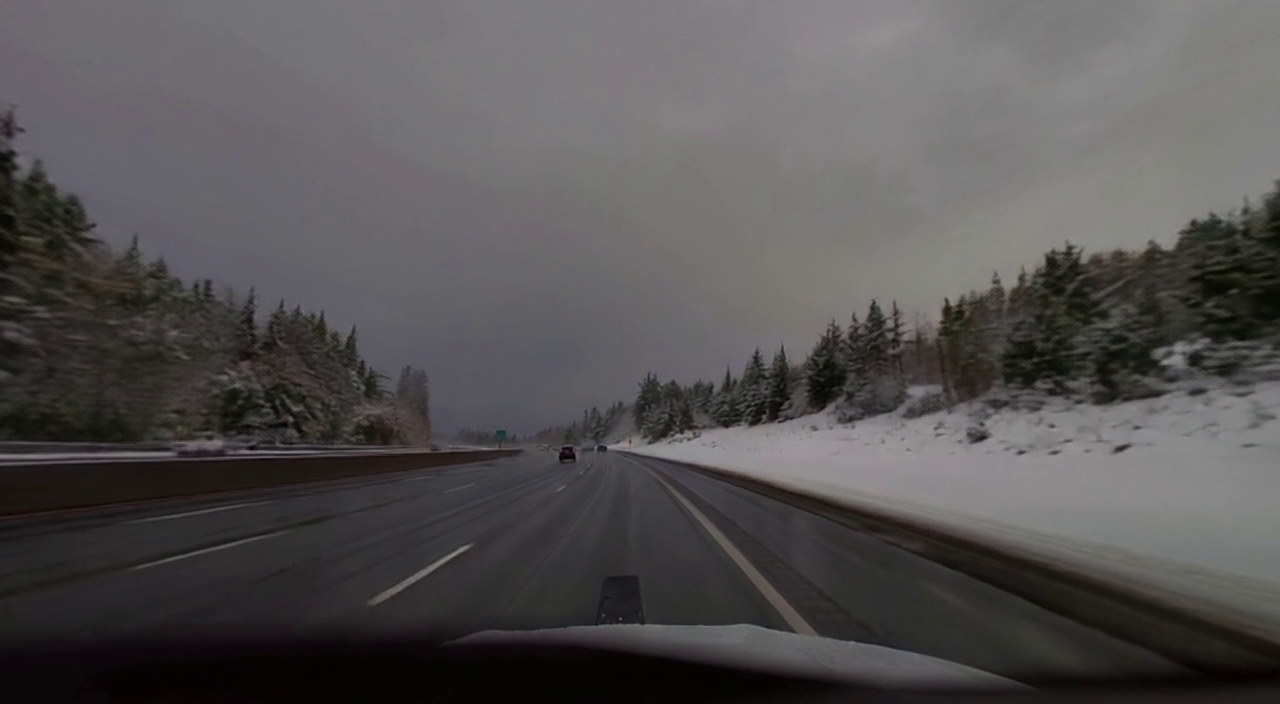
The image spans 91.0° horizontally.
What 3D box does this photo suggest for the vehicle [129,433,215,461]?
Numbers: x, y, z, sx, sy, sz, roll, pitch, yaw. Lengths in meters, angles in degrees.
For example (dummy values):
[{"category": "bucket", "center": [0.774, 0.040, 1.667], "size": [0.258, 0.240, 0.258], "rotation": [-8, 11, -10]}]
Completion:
[{"category": "vehicle", "center": [-29.413, 6.007, 39.786], "size": [2.052, 1.643, 4.516], "rotation": [1, -9, -3]}]
